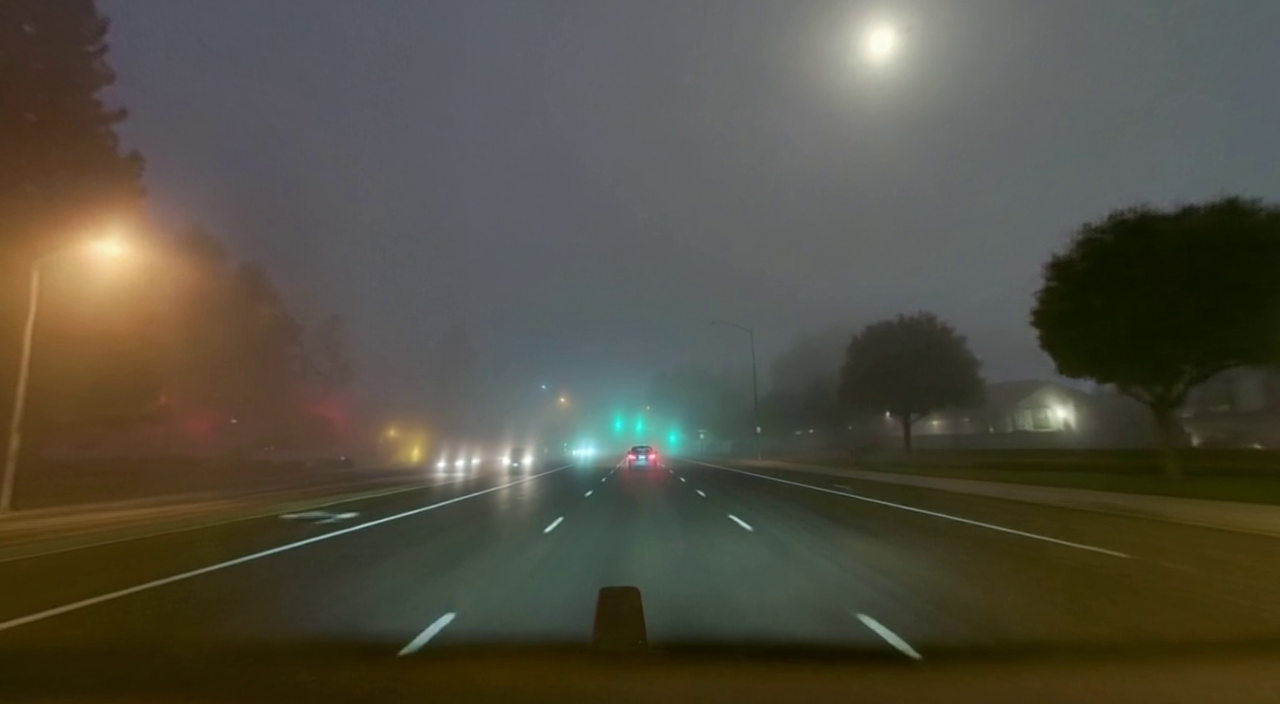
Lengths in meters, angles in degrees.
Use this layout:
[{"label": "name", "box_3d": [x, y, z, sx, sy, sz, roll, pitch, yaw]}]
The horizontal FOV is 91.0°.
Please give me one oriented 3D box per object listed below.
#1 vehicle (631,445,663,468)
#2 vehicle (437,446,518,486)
[{"label": "vehicle", "box_3d": [0.472, 7.322, 44.125, 2.106, 1.517, 4.375, 0, -9, 0]}, {"label": "vehicle", "box_3d": [-6.459, 4.577, 25.554, 2.014, 1.472, 4.357, 0, -9, 2]}]
